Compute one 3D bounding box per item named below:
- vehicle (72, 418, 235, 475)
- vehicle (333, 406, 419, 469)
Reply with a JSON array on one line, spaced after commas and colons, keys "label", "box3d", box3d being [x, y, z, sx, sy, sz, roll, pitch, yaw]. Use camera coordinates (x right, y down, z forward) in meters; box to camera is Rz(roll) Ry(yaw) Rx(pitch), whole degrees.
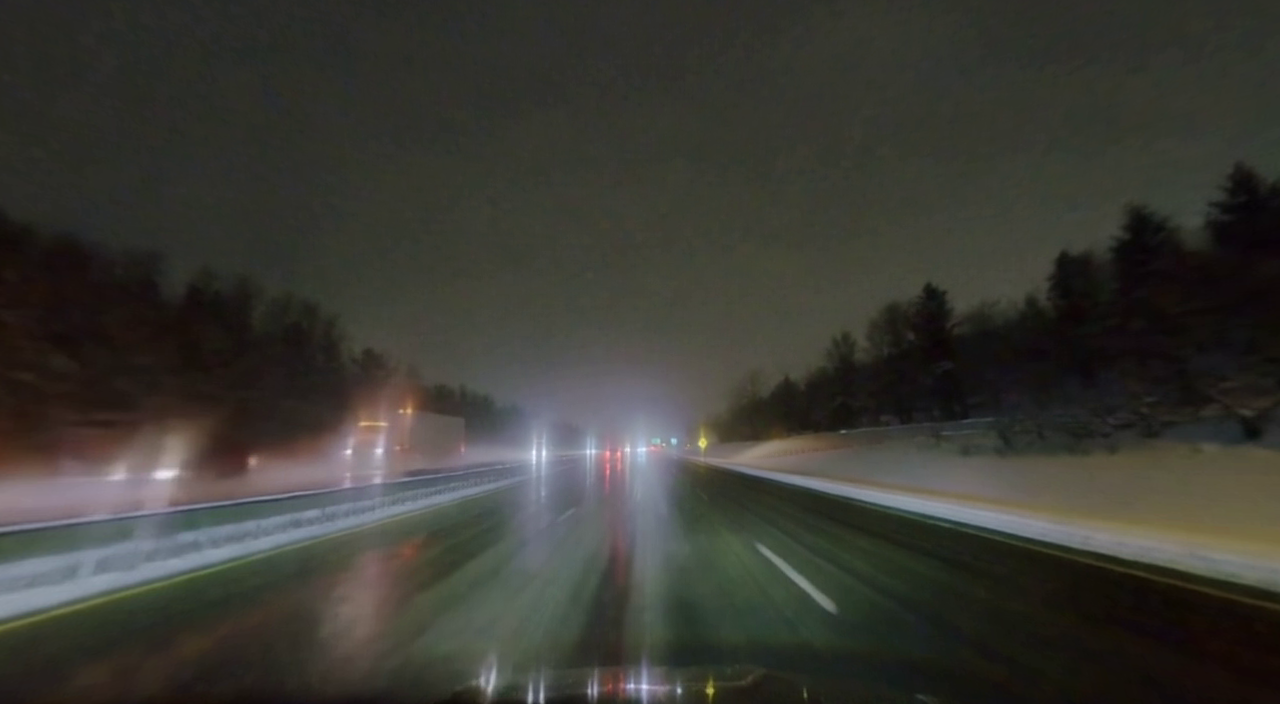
[{"label": "vehicle", "box3d": [-14.789, 2.935, 19.505, 1.753, 1.556, 4.053, 0, -9, 1]}, {"label": "vehicle", "box3d": [-17.667, 5.851, 42.698, 2.962, 3.939, 6.060, 0, -9, 2]}]
